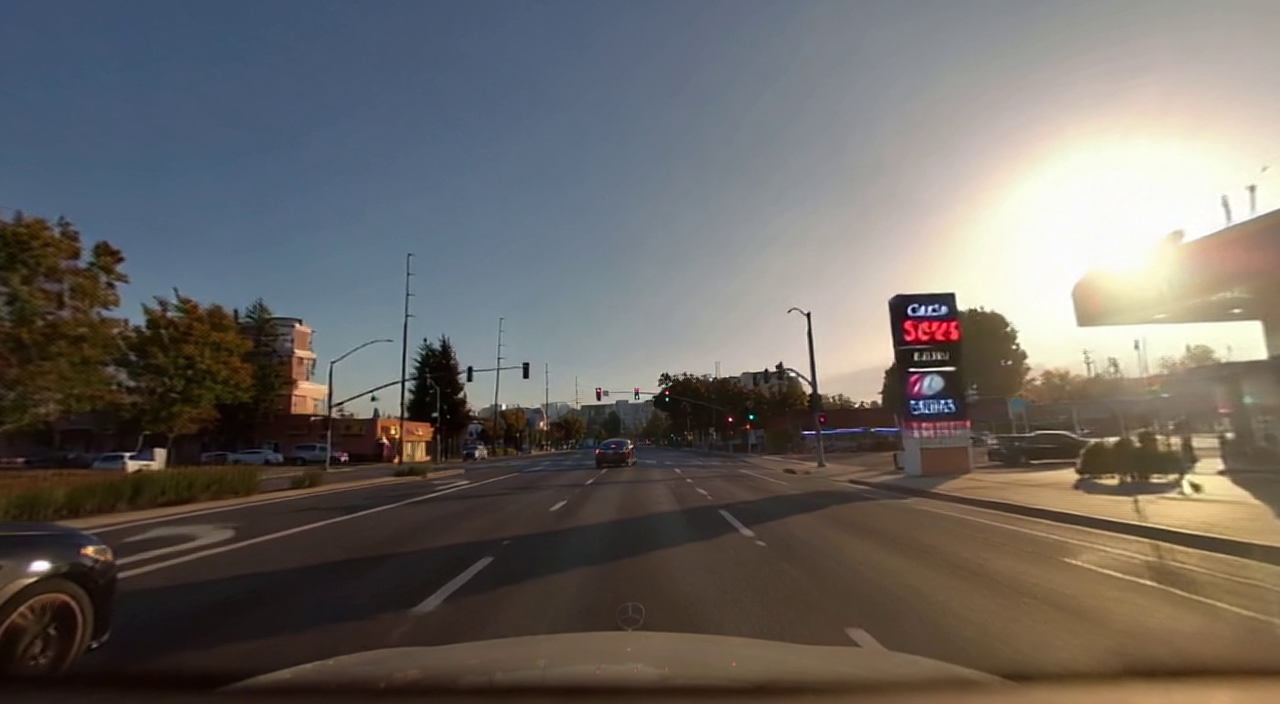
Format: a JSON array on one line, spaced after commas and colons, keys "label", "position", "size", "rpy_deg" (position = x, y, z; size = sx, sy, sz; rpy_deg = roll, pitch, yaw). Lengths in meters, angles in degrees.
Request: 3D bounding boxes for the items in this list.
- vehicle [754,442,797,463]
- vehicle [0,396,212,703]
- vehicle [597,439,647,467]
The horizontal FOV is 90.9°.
[{"label": "vehicle", "position": [10.426, 7.682, 48.361], "size": [1.810, 1.463, 4.245], "rpy_deg": [-6, -10, 32]}, {"label": "vehicle", "position": [-3.483, 0.761, 1.365], "size": [2.018, 1.470, 4.346], "rpy_deg": [0, -8, 0]}, {"label": "vehicle", "position": [-0.945, 5.737, 35.959], "size": [2.082, 1.460, 4.442], "rpy_deg": [-2, -8, 9]}]
